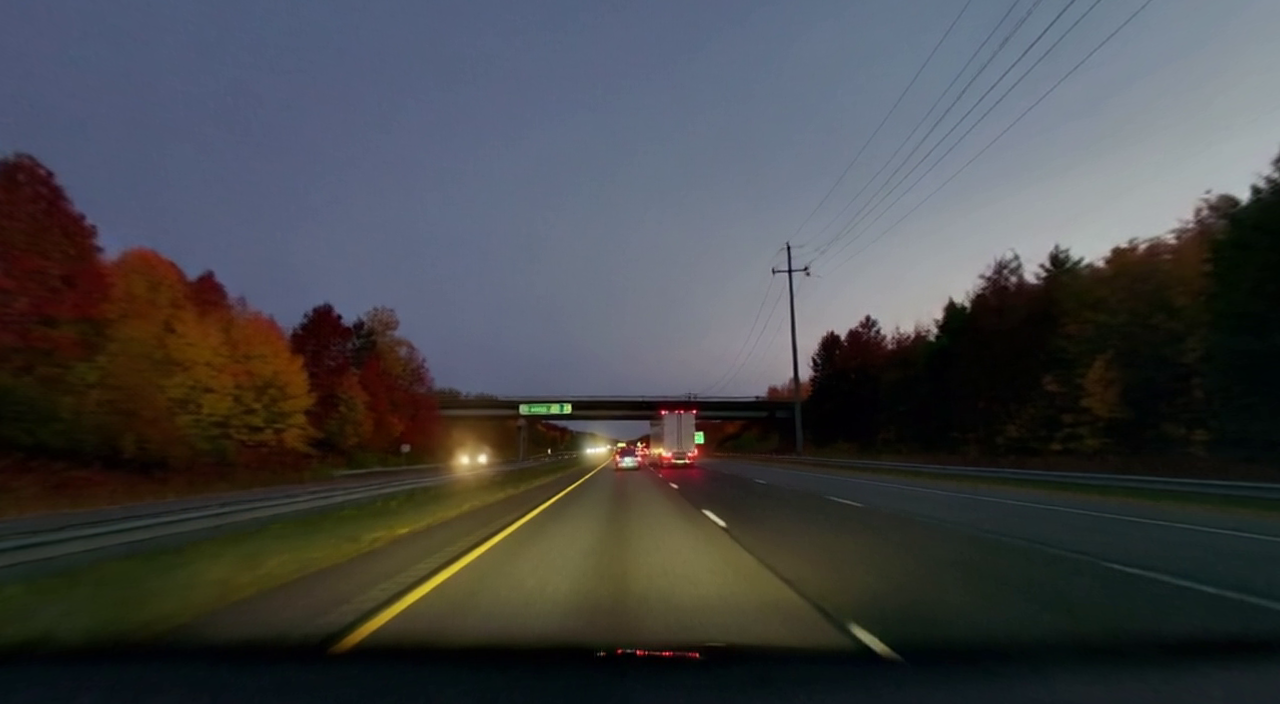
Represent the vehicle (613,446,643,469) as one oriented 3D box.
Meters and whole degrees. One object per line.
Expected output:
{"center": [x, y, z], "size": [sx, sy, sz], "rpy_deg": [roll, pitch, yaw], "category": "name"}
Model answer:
{"center": [-0.844, 7.201, 42.823], "size": [1.961, 1.454, 3.755], "rpy_deg": [0, -9, -1], "category": "vehicle"}
